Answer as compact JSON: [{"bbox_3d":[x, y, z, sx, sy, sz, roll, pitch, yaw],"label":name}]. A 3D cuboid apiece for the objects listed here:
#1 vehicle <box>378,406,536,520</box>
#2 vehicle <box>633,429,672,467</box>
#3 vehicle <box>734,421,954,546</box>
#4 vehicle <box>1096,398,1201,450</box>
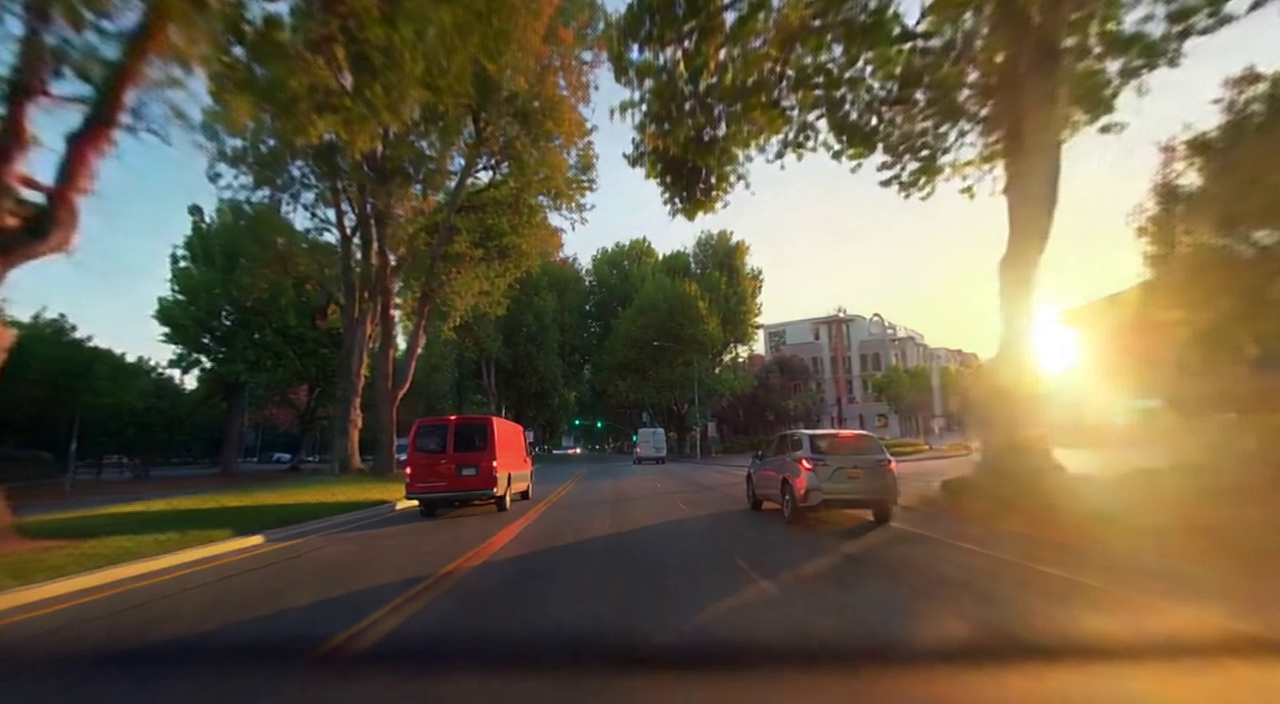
[{"bbox_3d":[-3.976,2.524,14.787,2.420,2.227,4.499,0,-9,-1],"label":"vehicle"},{"bbox_3d":[0.841,7.090,46.610,2.397,2.566,5.324,1,-9,-5],"label":"vehicle"},{"bbox_3d":[3.091,2.113,10.839,2.087,1.658,4.612,0,-9,-2],"label":"vehicle"},{"bbox_3d":[38.642,5.602,47.815,10.876,3.559,3.014,6,-11,-35],"label":"vehicle"}]
